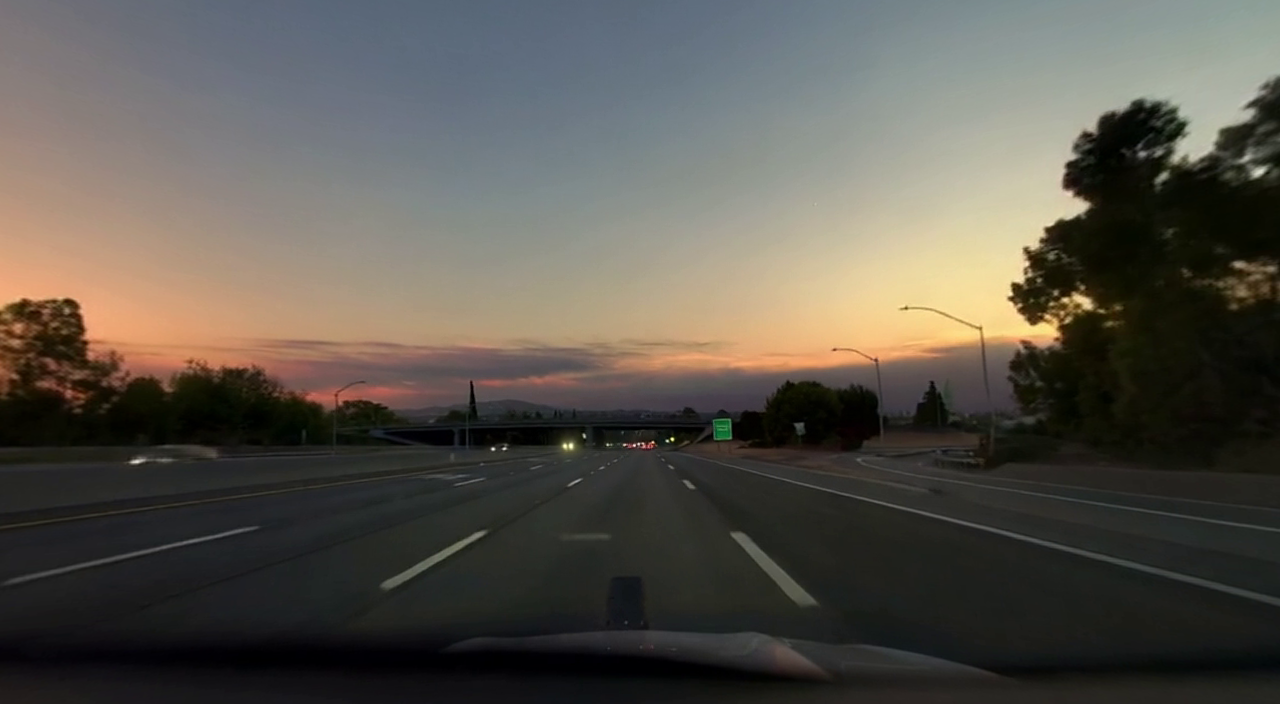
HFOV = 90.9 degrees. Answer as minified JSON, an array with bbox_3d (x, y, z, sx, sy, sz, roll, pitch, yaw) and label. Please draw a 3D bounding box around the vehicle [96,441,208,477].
[{"bbox_3d":[-24.426,5.346,31.791,1.977,1.665,4.501,0,-8,0],"label":"vehicle"}]
